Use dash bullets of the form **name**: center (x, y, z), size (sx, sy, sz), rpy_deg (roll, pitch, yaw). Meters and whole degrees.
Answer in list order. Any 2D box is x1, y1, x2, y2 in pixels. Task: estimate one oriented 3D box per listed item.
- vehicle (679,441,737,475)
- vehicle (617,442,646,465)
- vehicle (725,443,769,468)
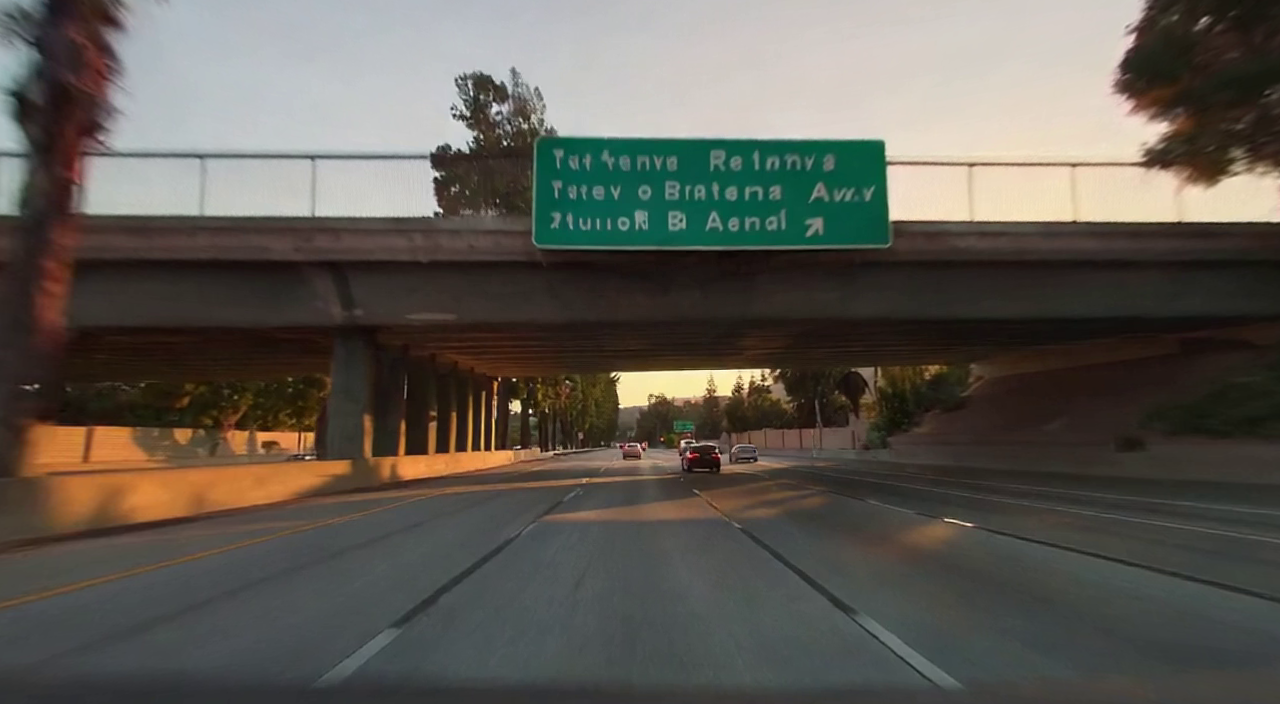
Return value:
- **vehicle**: center (3.131, 5.015, 30.037), size (2.076, 1.472, 4.562), rpy_deg (0, -9, -2)
- **vehicle**: center (-0.655, 7.428, 46.475), size (2.029, 1.595, 4.207), rpy_deg (0, -9, -1)
- **vehicle**: center (6.917, 6.712, 41.183), size (1.946, 1.497, 4.467), rpy_deg (0, -9, -2)
